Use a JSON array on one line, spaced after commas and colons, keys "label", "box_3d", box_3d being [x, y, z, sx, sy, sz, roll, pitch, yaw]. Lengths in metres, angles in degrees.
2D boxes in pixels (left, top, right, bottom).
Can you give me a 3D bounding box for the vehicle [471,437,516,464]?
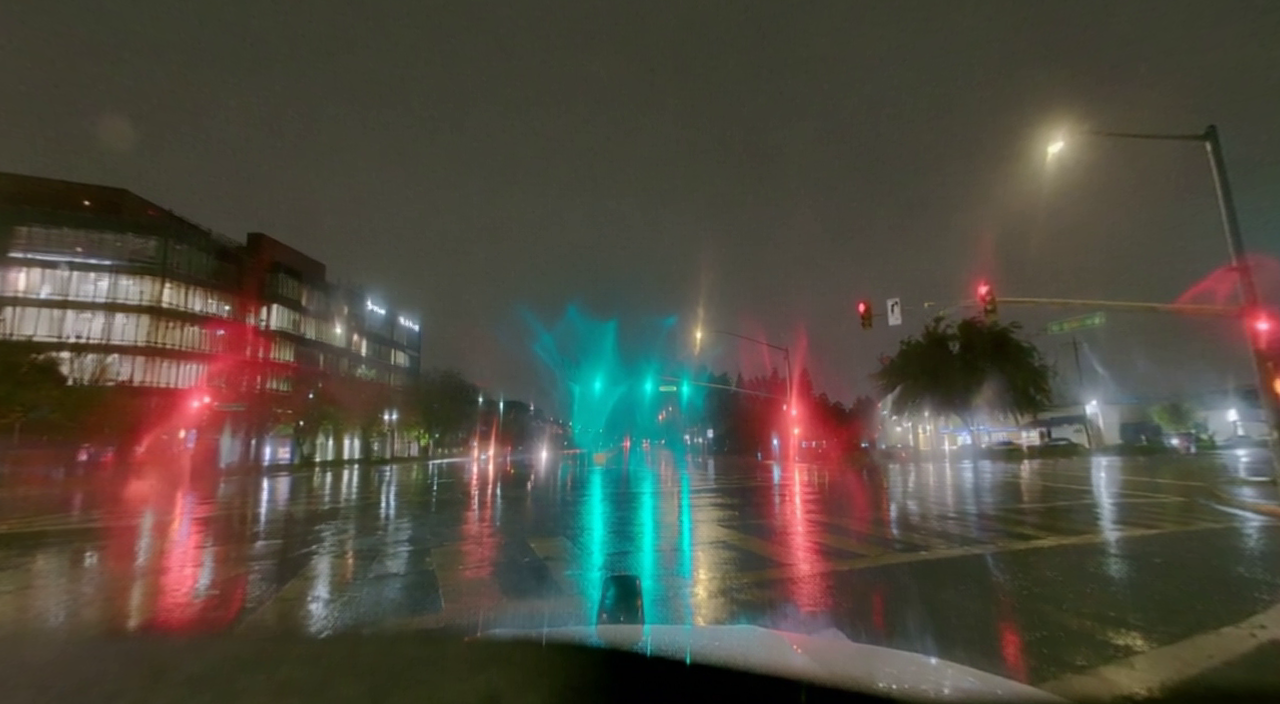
[{"label": "vehicle", "box_3d": [-9.735, 6.615, 42.365, 1.988, 1.692, 4.412, 0, -8, 0]}]
